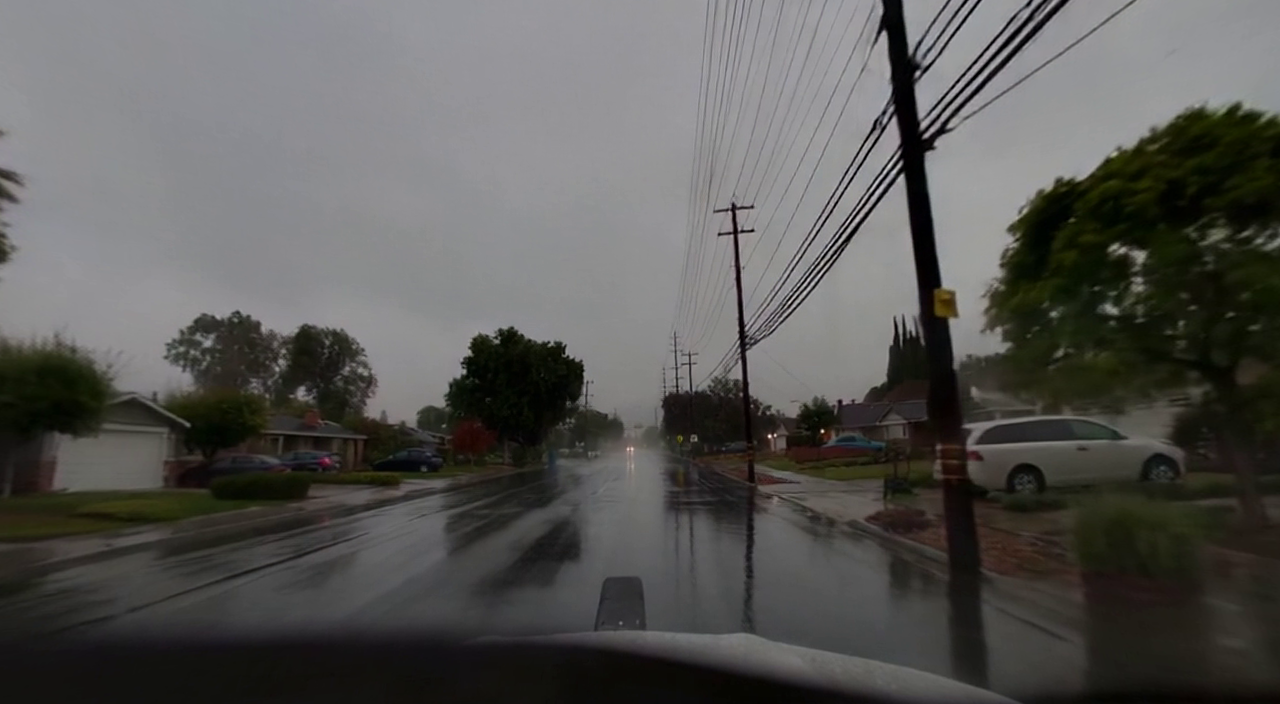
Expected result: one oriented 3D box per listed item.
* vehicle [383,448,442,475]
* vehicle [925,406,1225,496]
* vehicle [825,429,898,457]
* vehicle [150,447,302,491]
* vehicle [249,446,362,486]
[{"bbox_3d":[-14.737,7.081,41.242,1.978,1.586,5.192,0,-9,0],"label":"vehicle"},{"bbox_3d":[9.683,2.252,14.454,5.273,1.868,2.070,0,-9,0],"label":"vehicle"},{"bbox_3d":[15.246,6.333,43.701,4.373,1.759,2.093,0,-9,7],"label":"vehicle"},{"bbox_3d":[-16.245,4.599,24.993,4.482,1.648,2.169,0,-9,1],"label":"vehicle"},{"bbox_3d":[-15.065,5.111,28.535,4.232,1.693,1.949,-2,-9,16],"label":"vehicle"}]
